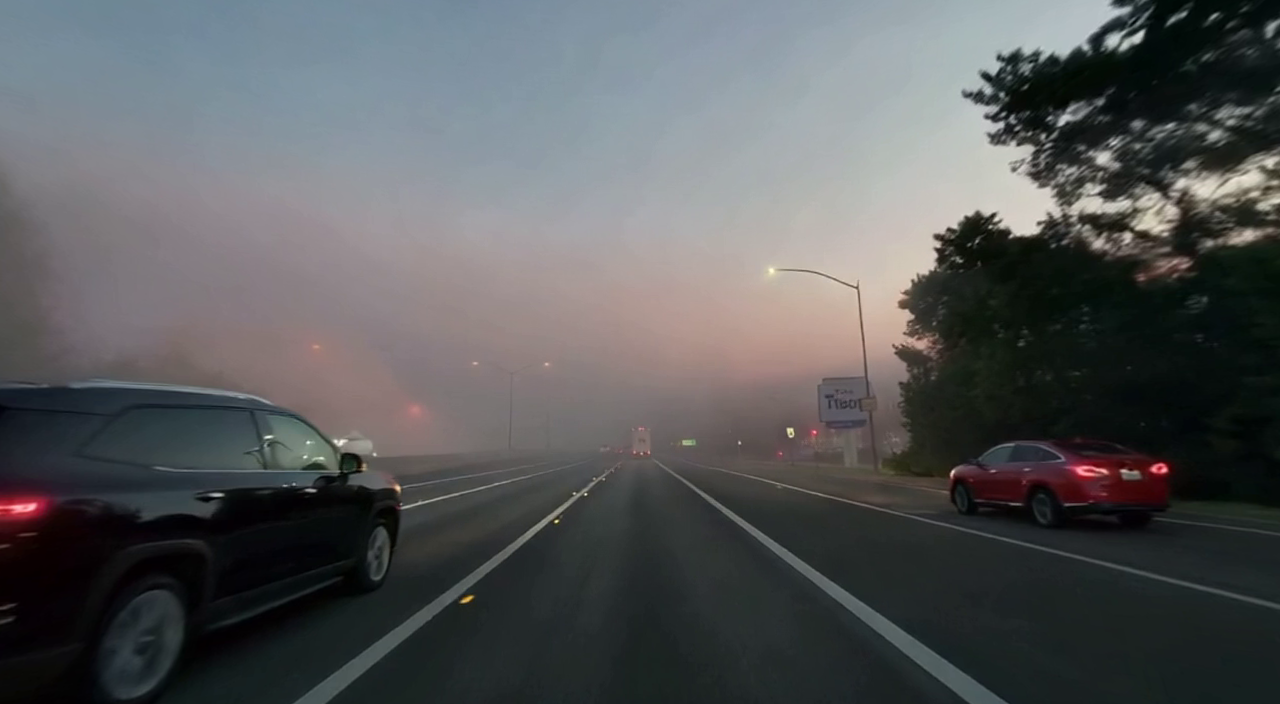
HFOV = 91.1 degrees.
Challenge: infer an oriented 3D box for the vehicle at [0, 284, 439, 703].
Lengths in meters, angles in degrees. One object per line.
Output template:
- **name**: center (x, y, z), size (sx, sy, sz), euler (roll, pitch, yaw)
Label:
- **vehicle**: center (-3.163, 0.979, 3.892), size (2.178, 1.826, 4.933), euler (0, -9, 0)

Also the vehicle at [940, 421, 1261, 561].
- **vehicle**: center (6.603, 2.005, 9.764), size (1.958, 1.681, 4.109), euler (0, -9, 3)
